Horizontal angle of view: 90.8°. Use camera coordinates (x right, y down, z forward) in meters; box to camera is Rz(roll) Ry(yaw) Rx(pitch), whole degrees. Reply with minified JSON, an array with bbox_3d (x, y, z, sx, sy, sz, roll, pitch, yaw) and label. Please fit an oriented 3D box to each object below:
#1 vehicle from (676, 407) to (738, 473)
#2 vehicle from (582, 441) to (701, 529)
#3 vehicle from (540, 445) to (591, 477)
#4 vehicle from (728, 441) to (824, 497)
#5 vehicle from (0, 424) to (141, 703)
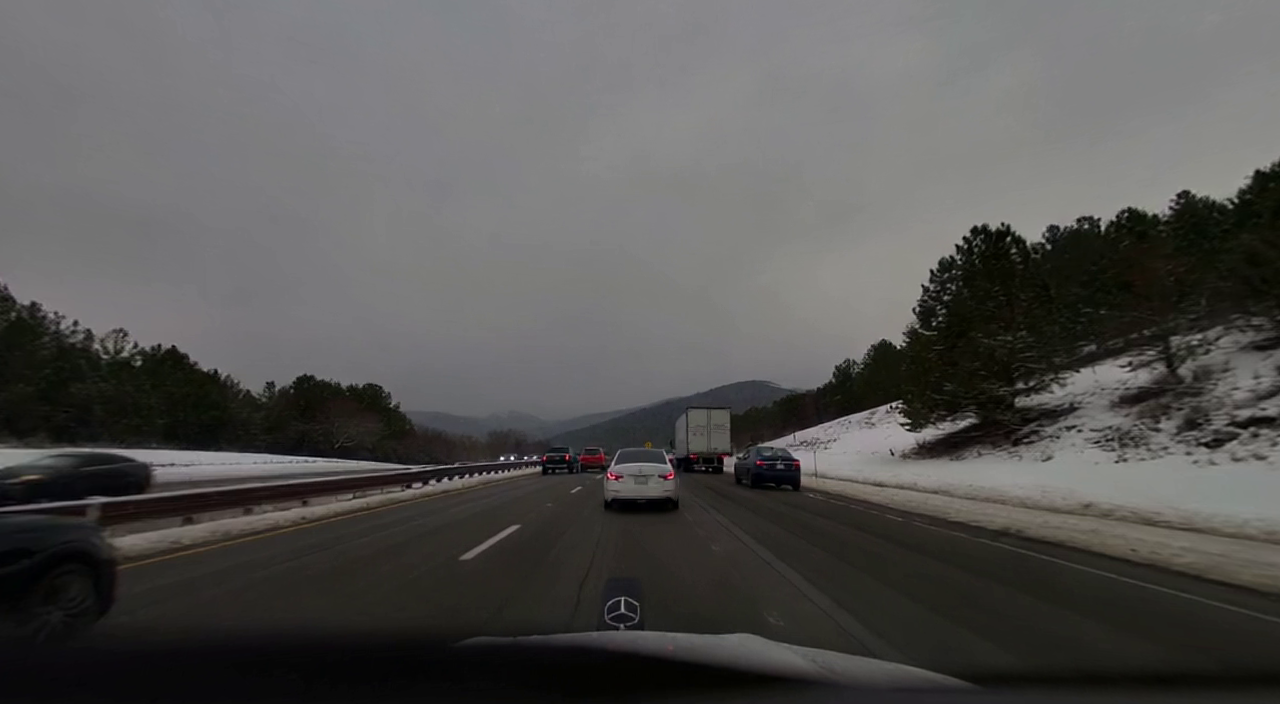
[{"bbox_3d":[4.646,6.778,47.612,3.194,4.038,16.301,0,-9,1],"label":"vehicle"},{"bbox_3d":[0.019,2.581,12.703,2.041,1.484,3.535,0,-9,0],"label":"vehicle"},{"bbox_3d":[-4.084,6.057,35.310,2.211,1.669,4.224,-1,-9,2],"label":"vehicle"},{"bbox_3d":[4.217,3.717,20.409,2.029,1.579,4.484,0,-9,-1],"label":"vehicle"},{"bbox_3d":[-4.290,0.966,2.241,1.848,1.486,3.832,0,-9,0],"label":"vehicle"}]
